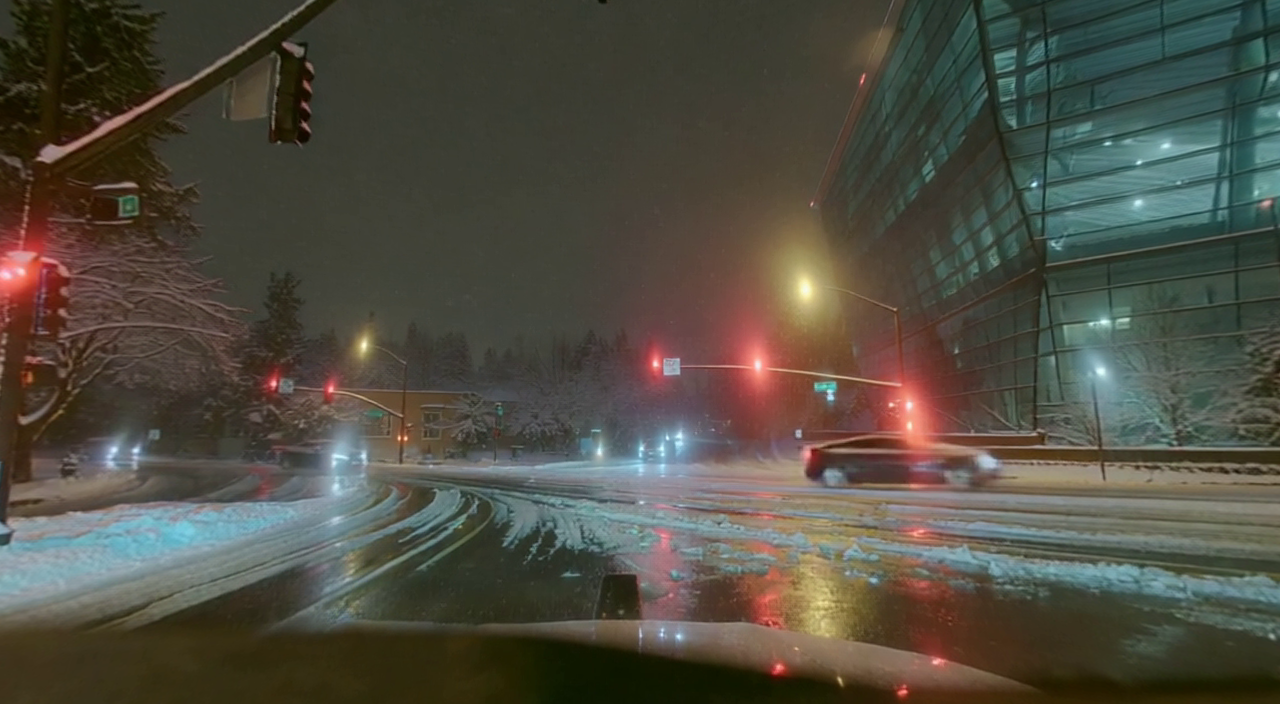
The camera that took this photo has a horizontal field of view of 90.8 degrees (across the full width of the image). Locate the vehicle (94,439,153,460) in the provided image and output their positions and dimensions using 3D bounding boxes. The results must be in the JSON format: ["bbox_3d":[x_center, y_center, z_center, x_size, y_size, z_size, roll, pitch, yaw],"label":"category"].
[{"bbox_3d":[-39.931,7.544,48.843,4.110,1.511,1.883,-4,-10,27],"label":"vehicle"}]

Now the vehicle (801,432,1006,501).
[{"bbox_3d":[7.054,3.036,17.186,4.698,1.609,1.975,-7,-11,37],"label":"vehicle"}]

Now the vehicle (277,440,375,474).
[{"bbox_3d":[-14.551,4.811,29.182,4.798,1.461,1.939,-6,-10,35],"label":"vehicle"}]
